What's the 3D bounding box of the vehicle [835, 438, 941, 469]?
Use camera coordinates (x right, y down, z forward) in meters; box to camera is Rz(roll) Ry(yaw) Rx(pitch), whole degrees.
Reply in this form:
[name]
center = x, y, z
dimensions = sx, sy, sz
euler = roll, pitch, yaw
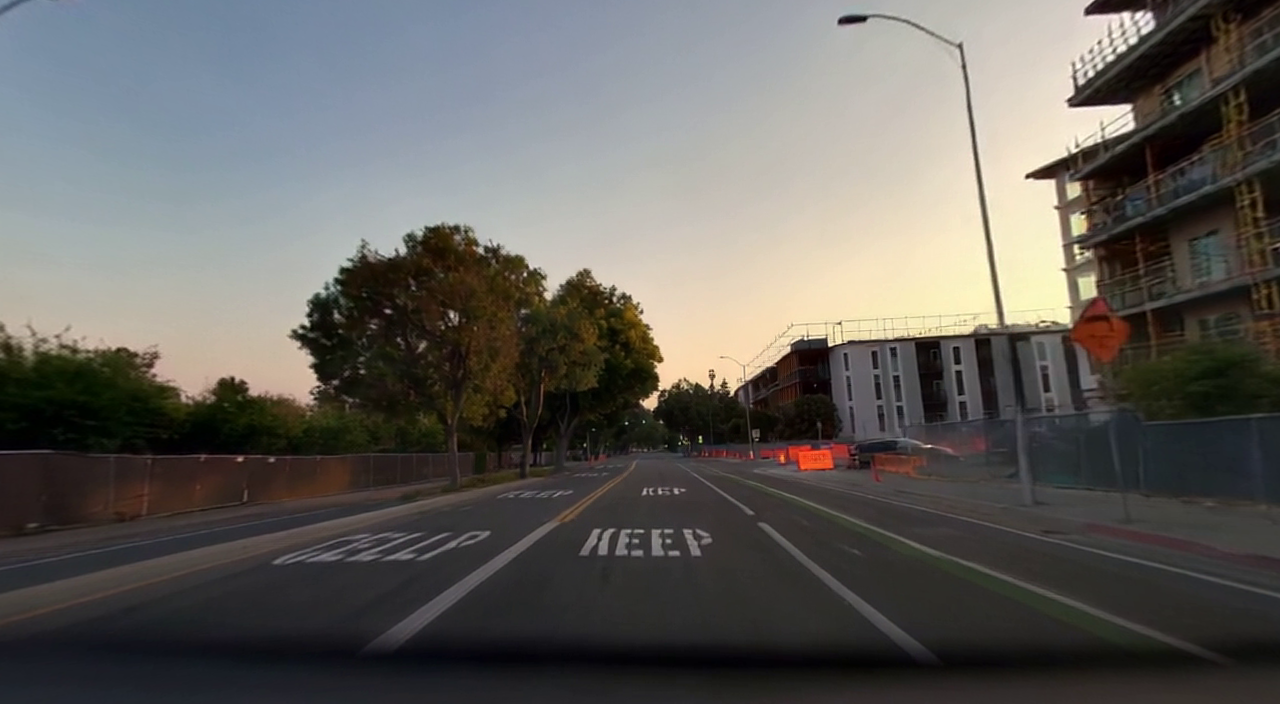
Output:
[vehicle]
center = 11.810, 4.864, 30.300
dimensions = 4.251, 1.418, 1.896
euler = -1, -9, 3
